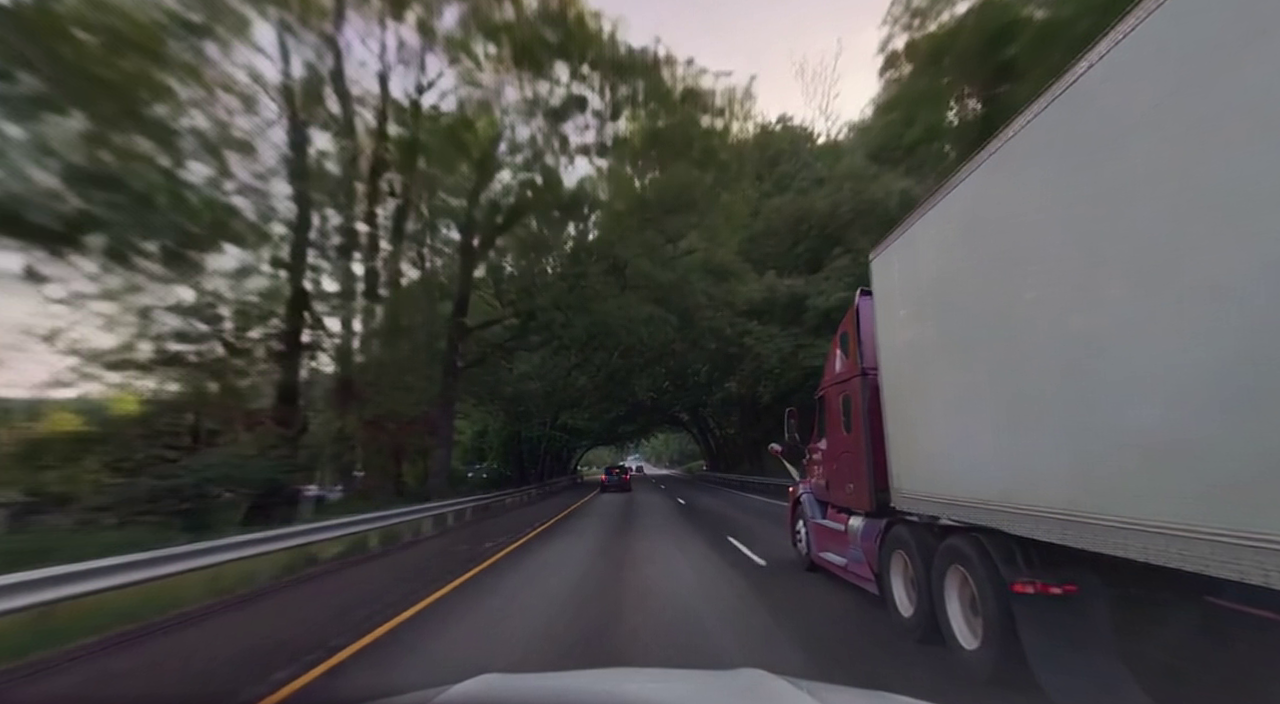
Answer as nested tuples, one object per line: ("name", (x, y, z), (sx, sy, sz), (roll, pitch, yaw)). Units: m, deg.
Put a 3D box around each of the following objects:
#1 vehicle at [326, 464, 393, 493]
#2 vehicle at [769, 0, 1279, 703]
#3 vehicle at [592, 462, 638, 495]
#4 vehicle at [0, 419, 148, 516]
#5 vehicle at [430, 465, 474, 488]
("vehicle", (-16.809, 7.608, 38.014), (2.036, 1.583, 4.433), (1, -10, -1))
("vehicle", (3.605, 0.174, 5.194), (3.019, 4.226, 9.221), (1, -10, 0))
("vehicle", (-1.133, 5.987, 29.932), (2.032, 1.407, 3.641), (1, -10, 0))
("vehicle", (-20.974, 3.910, 21.363), (2.805, 2.910, 7.007), (1, -10, -1))
("vehicle", (-12.845, 8.534, 43.260), (1.819, 1.472, 4.085), (1, -10, -1))
